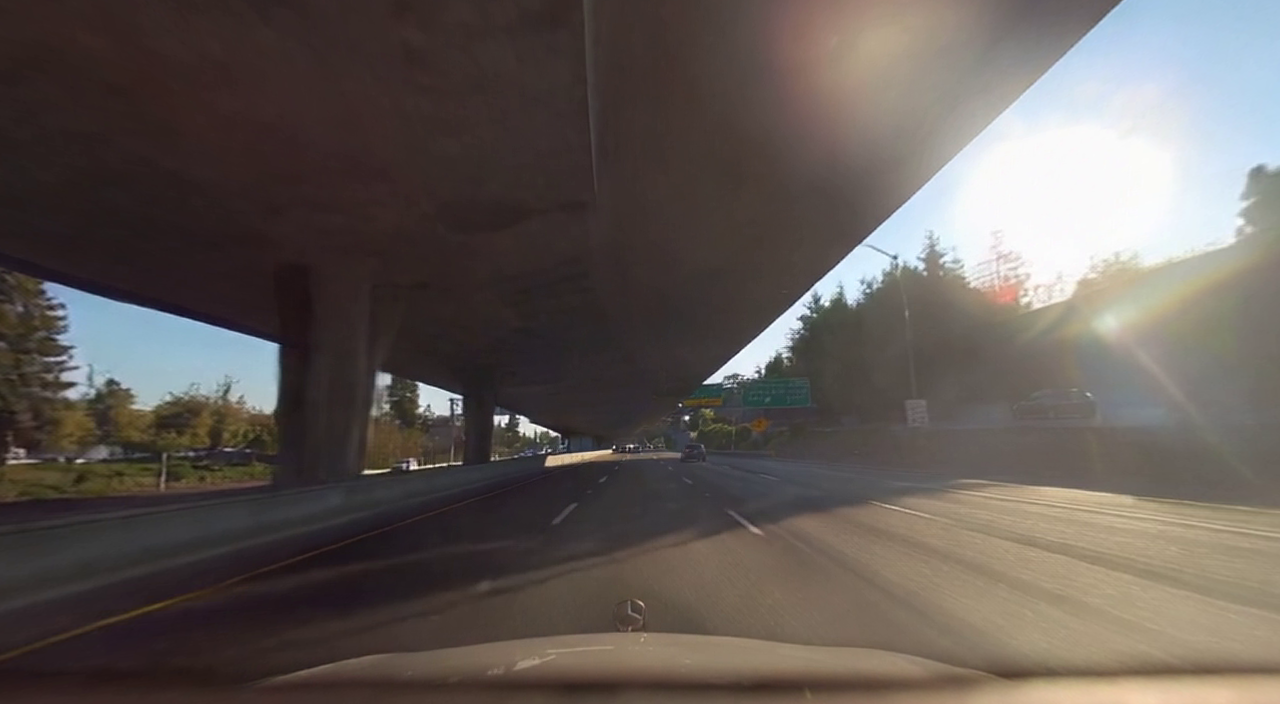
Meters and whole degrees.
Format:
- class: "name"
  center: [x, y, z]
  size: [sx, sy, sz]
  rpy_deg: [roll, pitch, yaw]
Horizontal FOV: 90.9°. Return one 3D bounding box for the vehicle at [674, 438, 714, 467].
- class: "vehicle"
  center: [3.406, 6.469, 40.604]
  size: [2.099, 1.748, 4.331]
  rpy_deg: [0, -8, -2]
